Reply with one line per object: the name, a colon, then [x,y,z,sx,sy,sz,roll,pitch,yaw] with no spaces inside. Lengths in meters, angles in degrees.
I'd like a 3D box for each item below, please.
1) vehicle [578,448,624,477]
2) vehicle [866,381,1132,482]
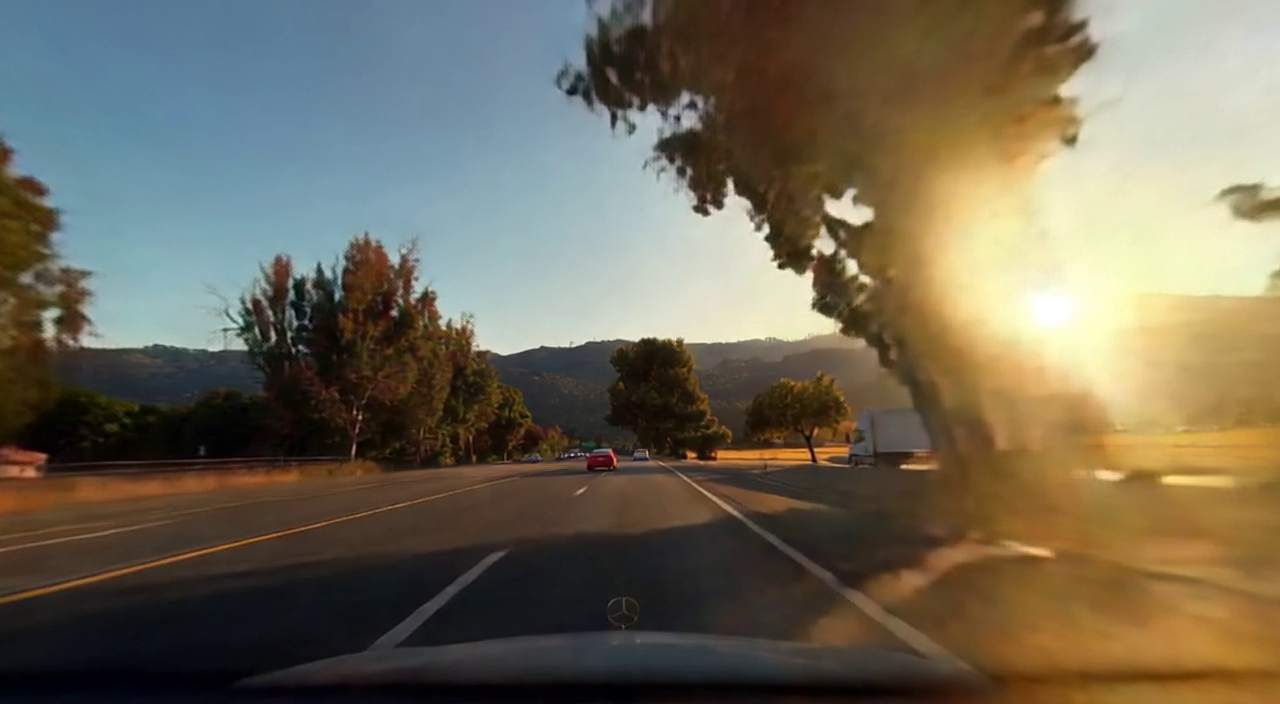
vehicle: [-2.042,5.976,34.500,2.170,1.451,4.584,0,-9,1]
vehicle: [17.603,4.376,33.541,2.859,4.163,14.784,1,-9,-12]
